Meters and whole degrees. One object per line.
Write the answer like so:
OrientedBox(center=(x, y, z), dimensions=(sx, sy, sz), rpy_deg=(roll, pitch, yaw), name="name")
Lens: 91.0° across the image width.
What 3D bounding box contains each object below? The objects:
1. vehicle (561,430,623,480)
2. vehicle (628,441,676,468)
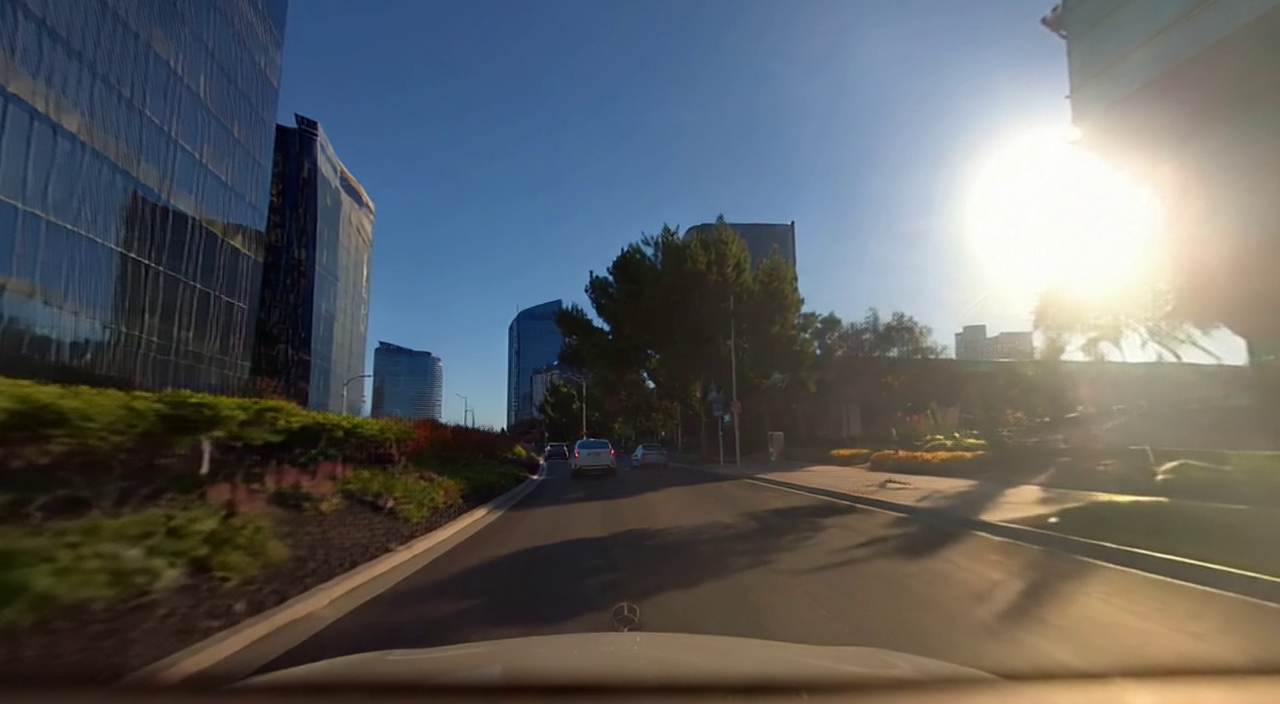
OrientedBox(center=(-1.924, 3.997, 24.562), dimensions=(2.173, 1.761, 4.374), rpy_deg=(1, -9, -6), name="vehicle")
OrientedBox(center=(0.668, 6.280, 38.750), dimensions=(2.116, 1.506, 4.355), rpy_deg=(2, -9, -10), name="vehicle")
